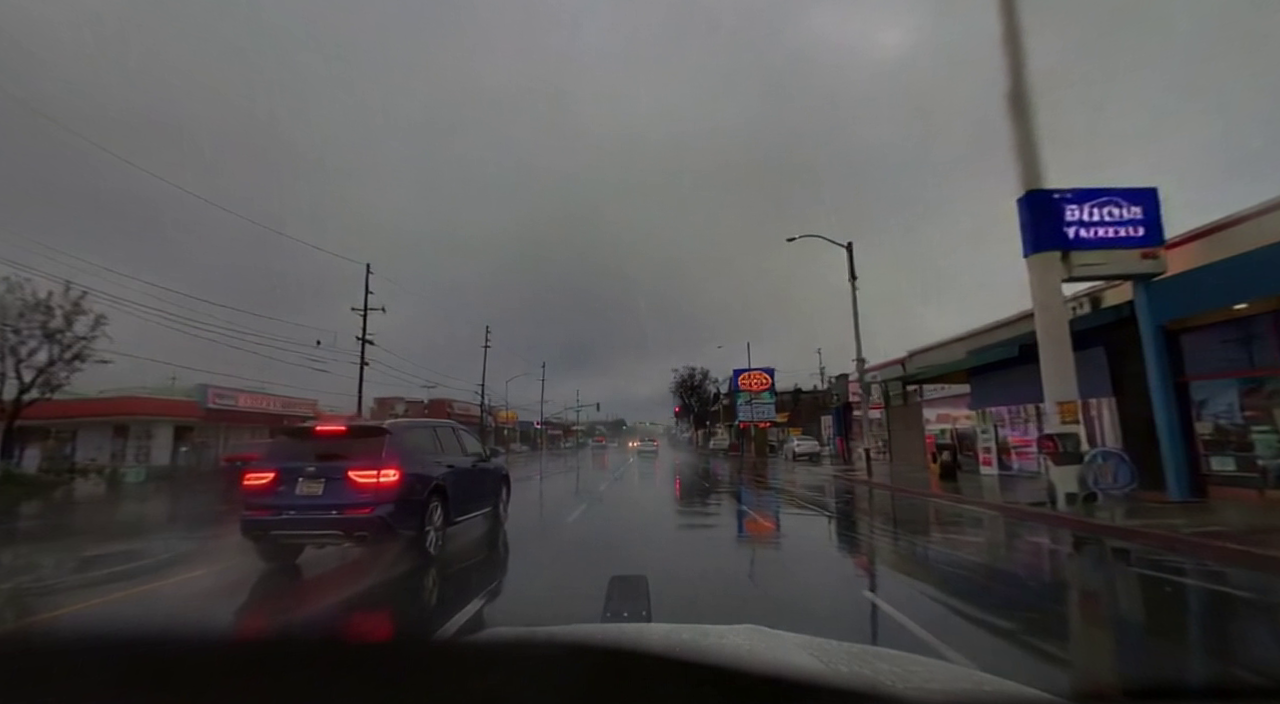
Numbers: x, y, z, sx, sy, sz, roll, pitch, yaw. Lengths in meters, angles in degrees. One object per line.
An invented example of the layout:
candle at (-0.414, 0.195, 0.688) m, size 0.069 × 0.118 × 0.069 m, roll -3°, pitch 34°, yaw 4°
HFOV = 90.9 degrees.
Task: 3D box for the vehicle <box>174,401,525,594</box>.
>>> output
vehicle at (-2.927, 1.588, 7.725) m, size 2.049 × 1.646 × 4.445 m, roll 0°, pitch -9°, yaw 2°

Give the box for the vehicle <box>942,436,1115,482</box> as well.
vehicle at (13.404, 3.708, 21.955) m, size 4.707 × 1.485 × 1.948 m, roll 0°, pitch -9°, yaw -1°

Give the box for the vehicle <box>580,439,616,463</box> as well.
vehicle at (-2.706, 6.571, 41.868) m, size 1.950 × 1.450 × 4.257 m, roll 0°, pitch -9°, yaw 2°

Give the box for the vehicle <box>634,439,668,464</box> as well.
vehicle at (0.685, 6.144, 39.072) m, size 2.037 × 1.484 × 4.073 m, roll 0°, pitch -9°, yaw 1°

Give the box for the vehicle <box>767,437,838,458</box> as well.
vehicle at (12.188, 7.195, 47.445) m, size 4.734 × 1.499 × 1.888 m, roll 0°, pitch -9°, yaw -1°
